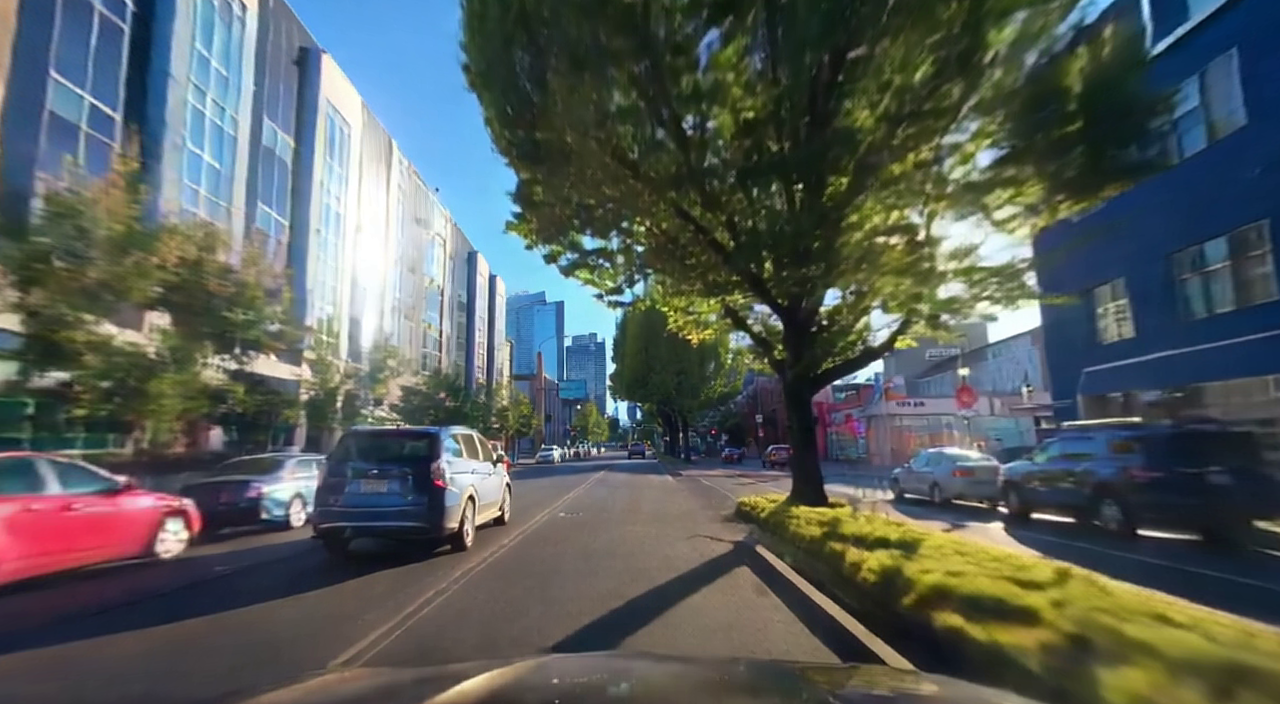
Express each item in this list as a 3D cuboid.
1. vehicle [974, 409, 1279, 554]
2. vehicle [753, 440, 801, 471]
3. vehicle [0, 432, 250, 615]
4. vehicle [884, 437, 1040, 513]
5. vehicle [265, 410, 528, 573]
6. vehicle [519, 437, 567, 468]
[{"bbox_3d":[9.207,2.322,12.246,2.249,2.117,5.743,0,-8,0],"label":"vehicle"},{"bbox_3d":[9.260,7.025,43.128,2.129,1.929,5.537,-1,-8,1],"label":"vehicle"},{"bbox_3d":[-6.815,1.725,6.874,2.071,1.631,4.936,0,-8,-1],"label":"vehicle"},{"bbox_3d":[8.981,3.404,18.142,2.005,1.726,4.658,5,-8,-1],"label":"vehicle"},{"bbox_3d":[-3.049,1.843,9.143,2.002,1.756,4.366,-1,-8,1],"label":"vehicle"},{"bbox_3d":[-6.771,7.100,44.819,2.290,2.012,5.654,-1,-8,2],"label":"vehicle"}]
